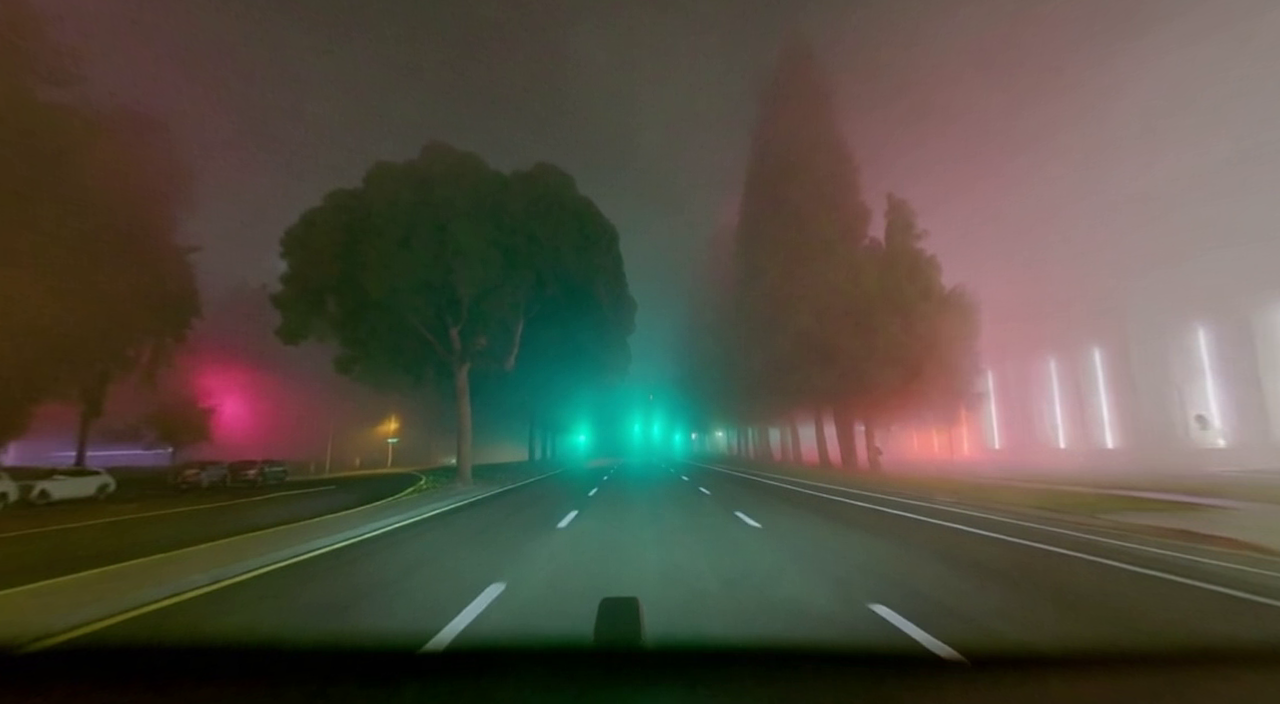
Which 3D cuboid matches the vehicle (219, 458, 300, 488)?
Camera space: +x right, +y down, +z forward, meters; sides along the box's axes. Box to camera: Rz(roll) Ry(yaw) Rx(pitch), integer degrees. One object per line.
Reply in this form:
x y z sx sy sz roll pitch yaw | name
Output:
-21.939 6.980 36.685 1.841 1.505 4.664 0 -8 -1 | vehicle

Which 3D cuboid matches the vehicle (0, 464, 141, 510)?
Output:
-22.031 5.178 24.538 1.897 1.462 4.278 0 -8 -3 | vehicle

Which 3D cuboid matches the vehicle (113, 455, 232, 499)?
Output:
-22.131 5.889 30.187 2.043 1.816 4.776 0 -8 -1 | vehicle
